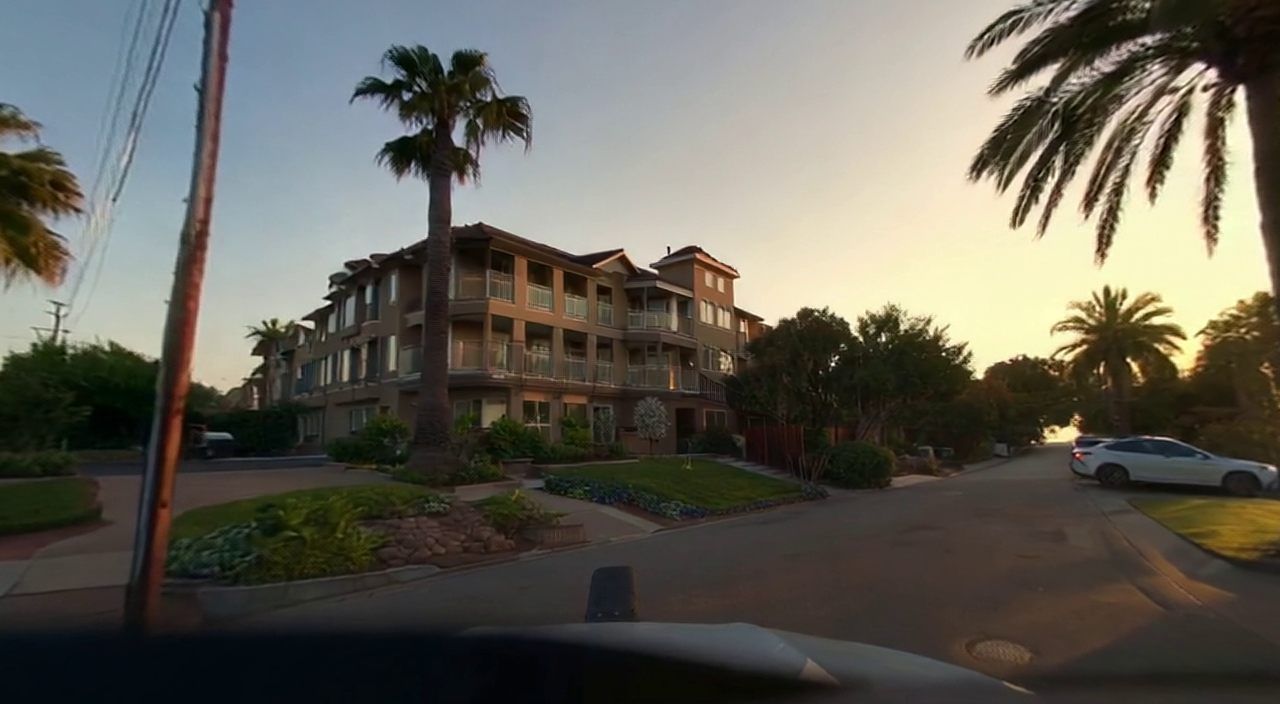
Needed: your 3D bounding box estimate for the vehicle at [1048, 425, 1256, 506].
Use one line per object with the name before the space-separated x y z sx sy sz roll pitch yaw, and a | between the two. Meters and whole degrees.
vehicle | 19.389 4.228 24.409 5.872 2.468 2.864 -1 -8 36
